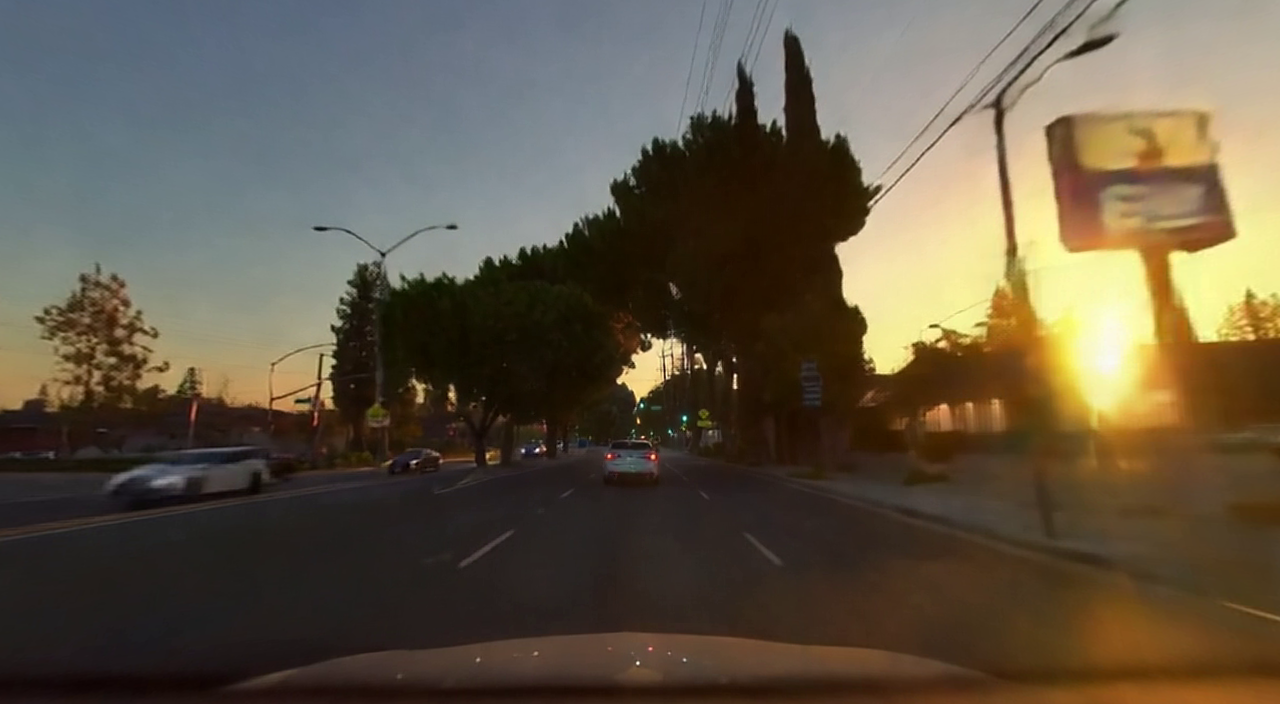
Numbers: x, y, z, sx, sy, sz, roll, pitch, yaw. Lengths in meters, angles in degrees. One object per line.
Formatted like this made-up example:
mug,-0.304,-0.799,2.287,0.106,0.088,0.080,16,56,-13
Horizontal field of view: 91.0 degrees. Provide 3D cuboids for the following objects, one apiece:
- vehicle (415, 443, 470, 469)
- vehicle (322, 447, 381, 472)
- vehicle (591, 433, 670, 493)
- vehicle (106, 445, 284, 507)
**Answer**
vehicle,-12.419,6.539,39.856,1.936,1.498,4.611,0,-8,1
vehicle,-19.043,7.085,41.758,1.819,1.473,4.258,0,-8,0
vehicle,-0.254,3.191,18.510,2.062,1.519,4.214,0,-8,0
vehicle,-12.349,3.415,17.906,1.868,1.516,4.321,0,-8,0
